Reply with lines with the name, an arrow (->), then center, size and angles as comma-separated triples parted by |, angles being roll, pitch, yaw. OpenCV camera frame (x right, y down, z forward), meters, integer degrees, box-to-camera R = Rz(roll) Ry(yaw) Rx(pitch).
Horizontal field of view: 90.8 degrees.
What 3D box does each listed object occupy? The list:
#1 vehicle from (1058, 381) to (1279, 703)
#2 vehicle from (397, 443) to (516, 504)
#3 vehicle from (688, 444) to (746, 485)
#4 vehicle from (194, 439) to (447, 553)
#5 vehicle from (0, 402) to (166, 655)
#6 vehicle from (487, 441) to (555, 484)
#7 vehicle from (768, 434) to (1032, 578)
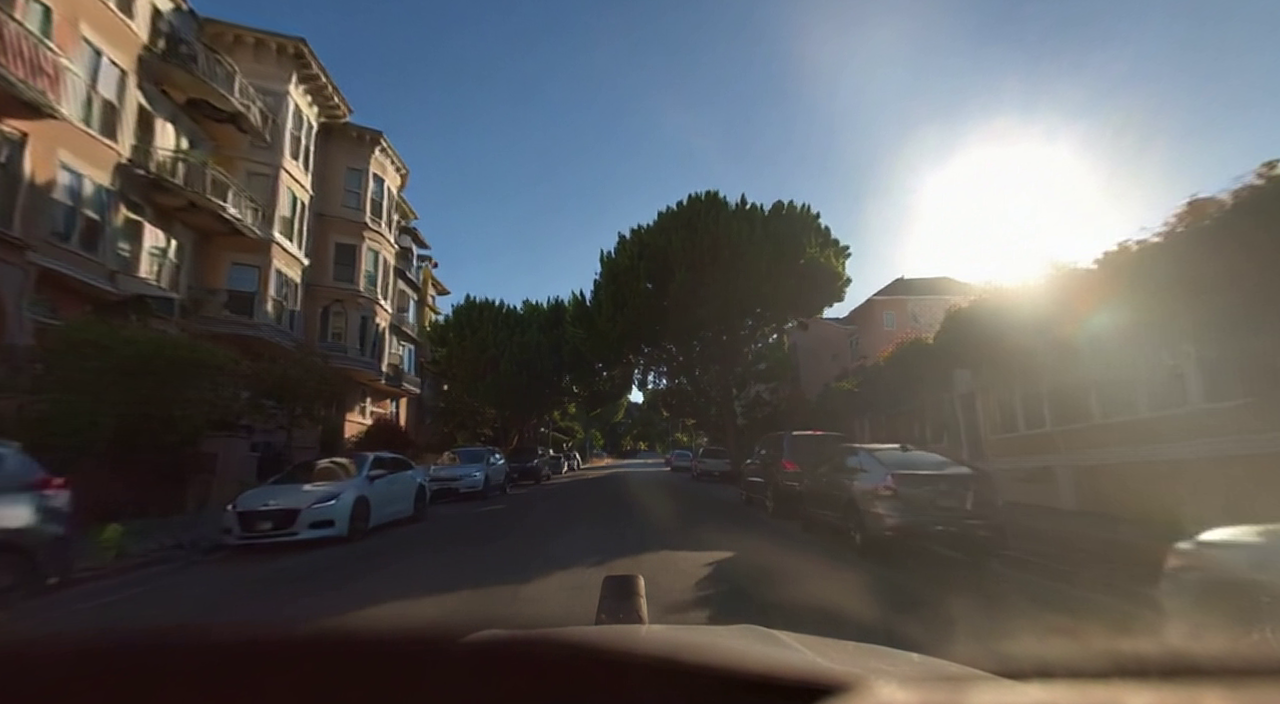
vehicle -> 3.774, 0.787, 1.353 | 2.187, 1.699, 5.038 | 0, -8, -2
vehicle -> -6.037, 4.051, 21.695 | 2.431, 1.718, 5.431 | -2, -8, 1
vehicle -> 3.743, 5.557, 31.598 | 2.137, 1.848, 4.953 | 0, -8, -2
vehicle -> -5.699, 2.596, 12.377 | 2.256, 1.590, 5.488 | -3, -8, -2
vehicle -> -5.556, 1.054, 3.191 | 2.222, 1.735, 5.215 | 0, -8, 1
vehicle -> -5.958, 5.585, 32.338 | 2.499, 2.008, 5.293 | 0, -8, -1
vehicle -> 3.549, 2.168, 9.928 | 1.988, 1.652, 5.017 | 0, -8, 0
